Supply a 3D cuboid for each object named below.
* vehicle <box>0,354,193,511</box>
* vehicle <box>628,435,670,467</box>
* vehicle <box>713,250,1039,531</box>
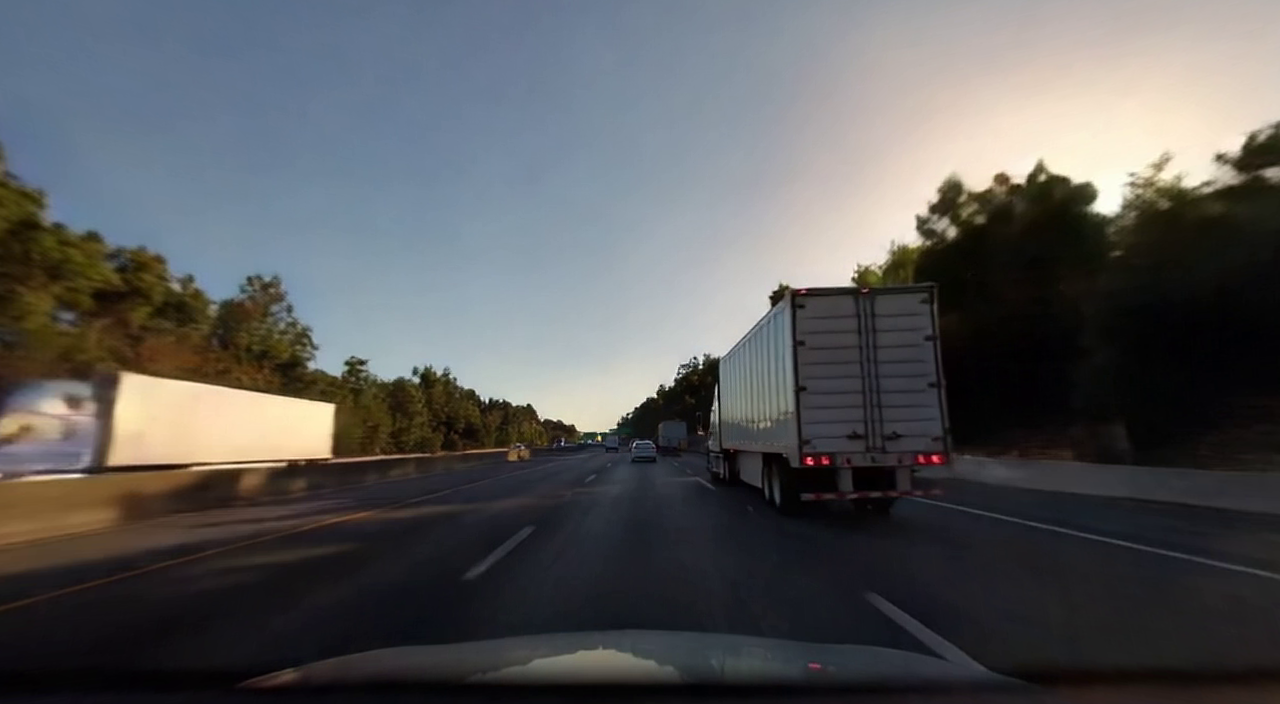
[{"bbox_3d":[-18.849,2.631,20.398,3.210,4.212,7.175,0,-8,0],"label":"vehicle"},{"bbox_3d":[0.429,5.434,34.716,2.139,1.607,4.034,0,-8,-1],"label":"vehicle"},{"bbox_3d":[4.225,1.495,16.321,3.005,4.131,14.221,0,-8,0],"label":"vehicle"}]
